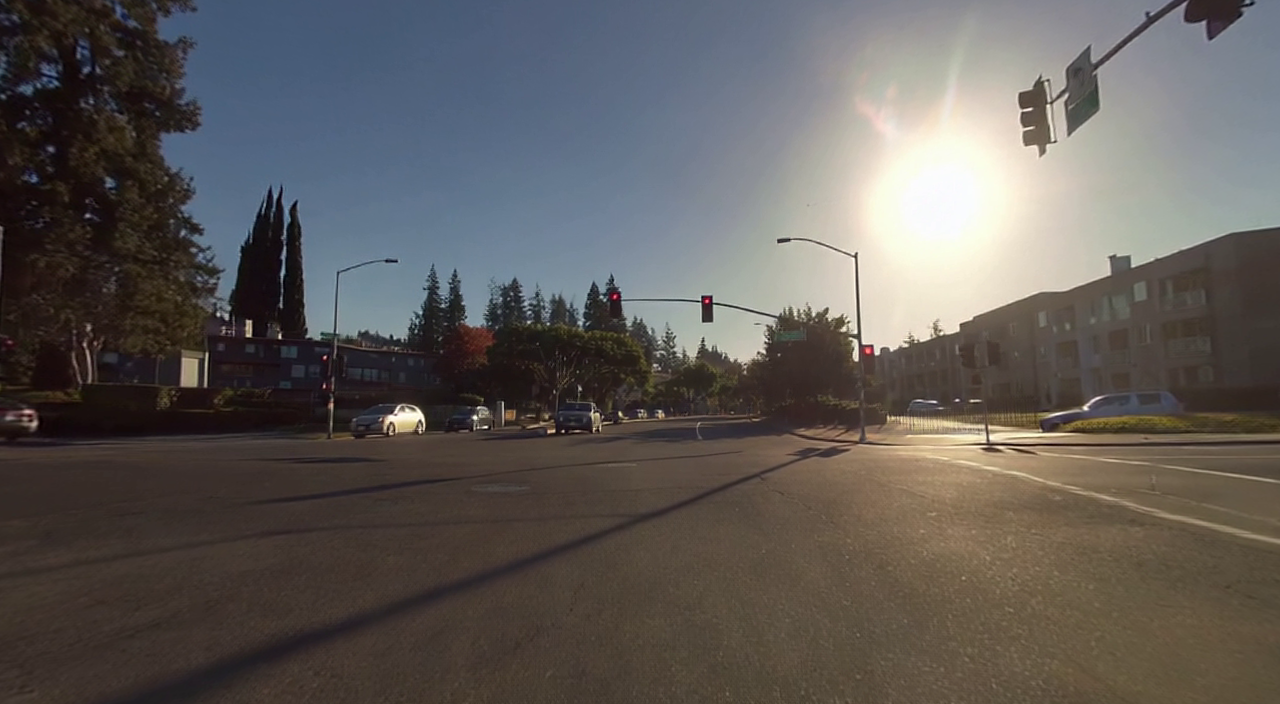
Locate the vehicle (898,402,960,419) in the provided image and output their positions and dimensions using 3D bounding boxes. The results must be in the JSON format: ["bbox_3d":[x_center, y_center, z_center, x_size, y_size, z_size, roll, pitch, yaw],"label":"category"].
[{"bbox_3d":[22.349,4.524,48.948,3.933,1.219,1.700,0,-9,4],"label":"vehicle"}]

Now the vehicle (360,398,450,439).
[{"bbox_3d":[-12.276,3.596,33.424,2.340,1.902,4.920,-1,-9,8],"label":"vehicle"}]

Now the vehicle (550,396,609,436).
[{"bbox_3d":[-3.178,3.592,34.583,2.306,1.907,5.382,-1,-9,5],"label":"vehicle"}]

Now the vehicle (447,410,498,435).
[{"bbox_3d":[-10.986,4.718,41.836,1.899,1.510,4.294,-1,-9,4],"label":"vehicle"}]
